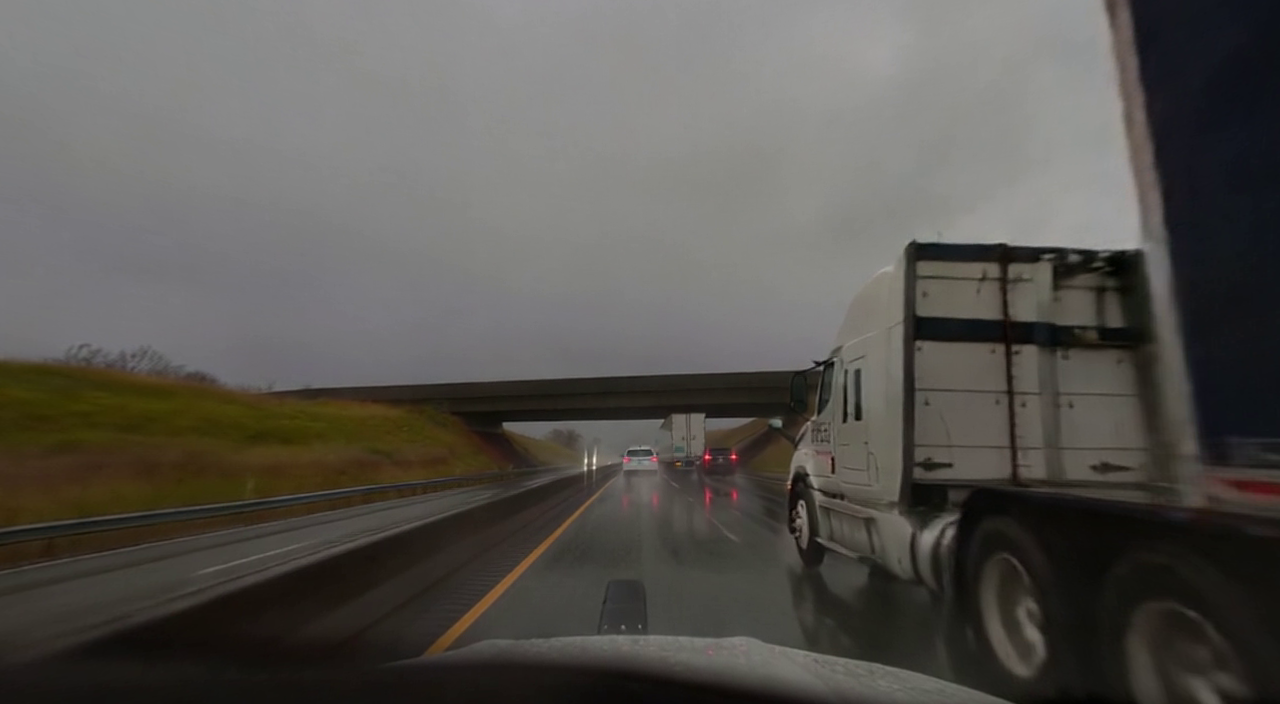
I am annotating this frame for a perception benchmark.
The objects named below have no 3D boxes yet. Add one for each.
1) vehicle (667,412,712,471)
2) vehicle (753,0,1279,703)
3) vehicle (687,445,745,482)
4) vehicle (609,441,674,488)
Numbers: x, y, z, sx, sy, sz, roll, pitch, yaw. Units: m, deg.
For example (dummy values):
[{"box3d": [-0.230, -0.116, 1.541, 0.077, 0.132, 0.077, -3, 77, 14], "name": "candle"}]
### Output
[{"box3d": [3.572, 6.677, 46.706, 2.948, 3.974, 6.480, -1, -9, 3], "name": "vehicle"}, {"box3d": [3.030, 0.159, 5.045, 2.987, 3.897, 5.990, -1, -9, 0], "name": "vehicle"}, {"box3d": [3.302, 4.945, 28.122, 1.972, 1.505, 3.946, 0, -9, -1], "name": "vehicle"}, {"box3d": [0.035, 4.269, 24.159, 2.256, 1.615, 4.114, -1, -9, 0], "name": "vehicle"}]
